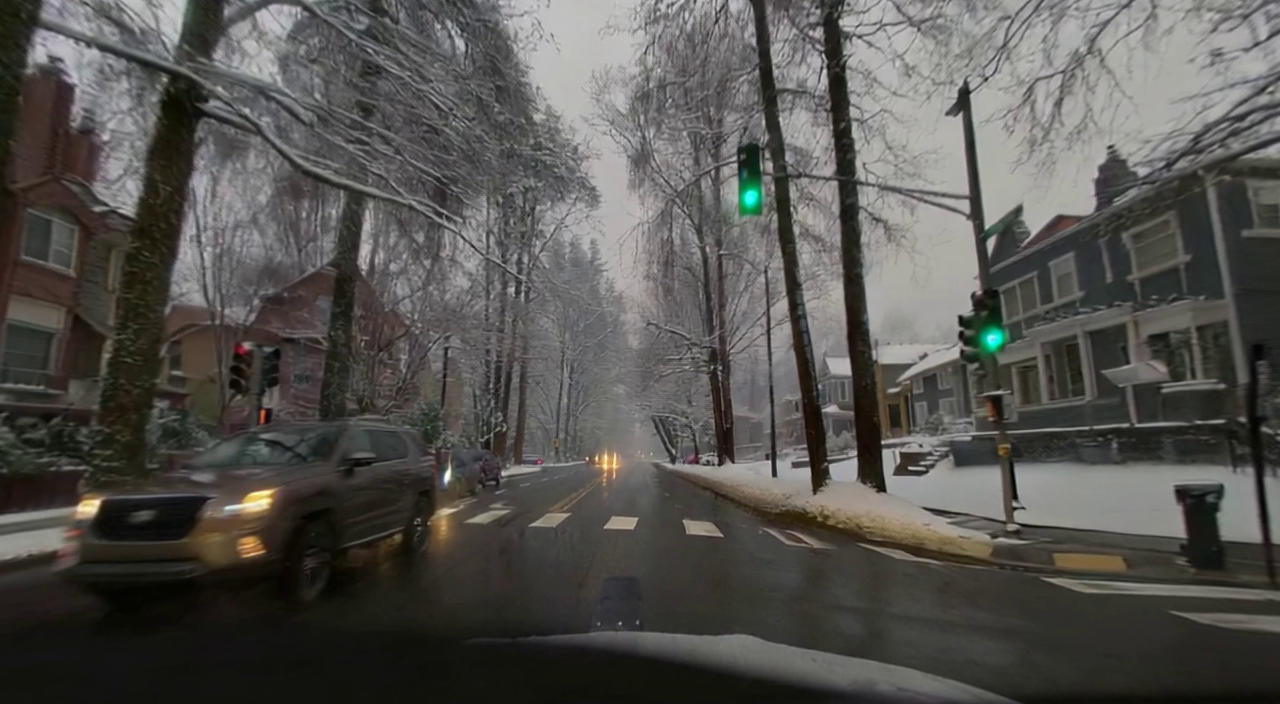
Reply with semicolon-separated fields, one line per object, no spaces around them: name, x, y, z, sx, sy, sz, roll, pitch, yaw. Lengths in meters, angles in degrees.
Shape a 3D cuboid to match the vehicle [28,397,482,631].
vehicle;-3.356;1.508;6.895;2.033;1.662;4.557;0;-9;0
